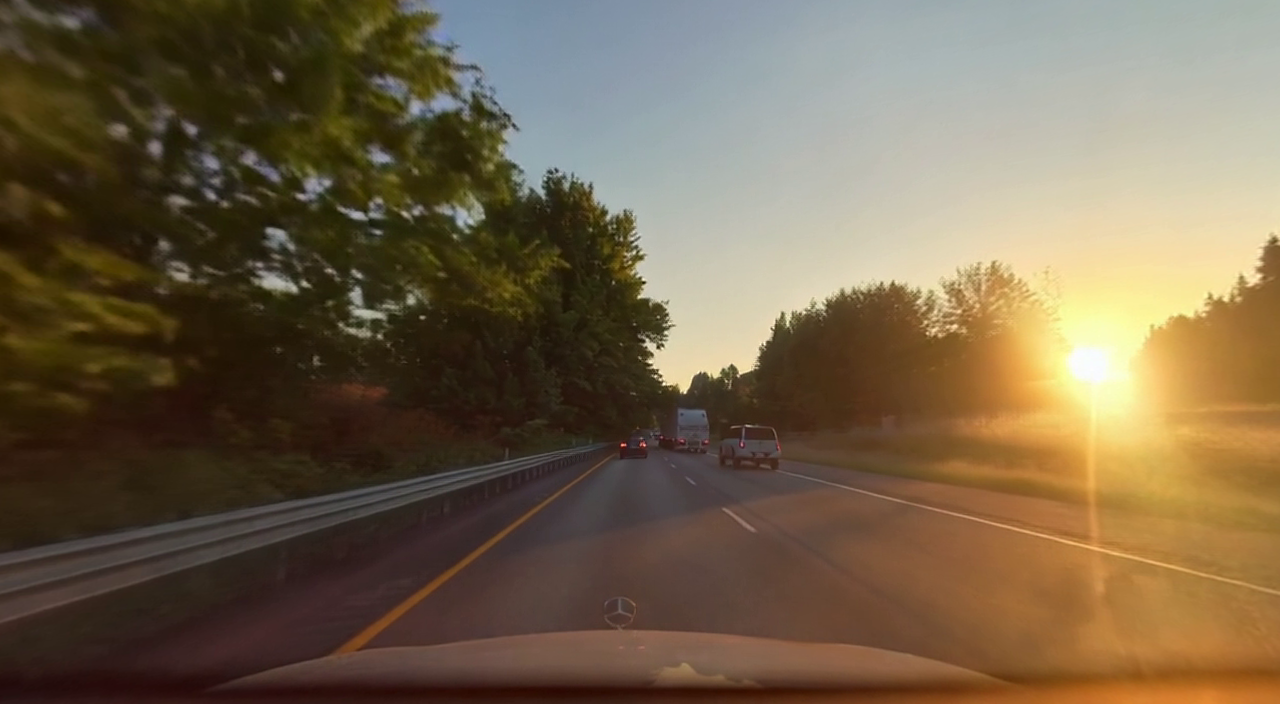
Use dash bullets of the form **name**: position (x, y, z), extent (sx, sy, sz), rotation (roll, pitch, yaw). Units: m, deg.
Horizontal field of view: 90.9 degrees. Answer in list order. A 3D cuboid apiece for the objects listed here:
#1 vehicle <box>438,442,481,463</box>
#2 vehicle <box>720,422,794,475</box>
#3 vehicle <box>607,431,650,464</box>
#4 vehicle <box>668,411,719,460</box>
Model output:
- **vehicle**: position (-14.157, 7.888, 49.629), extent (2.107, 1.498, 4.226), rotation (0, -8, 1)
- **vehicle**: position (4.511, 3.772, 25.004), extent (2.073, 1.905, 4.023), rotation (0, -8, -1)
- **vehicle**: position (-0.616, 5.174, 34.553), extent (2.206, 1.681, 4.111), rotation (0, -8, -1)
- **vehicle**: position (3.507, 5.698, 43.124), extent (2.728, 3.053, 7.708), rotation (0, -8, 0)
